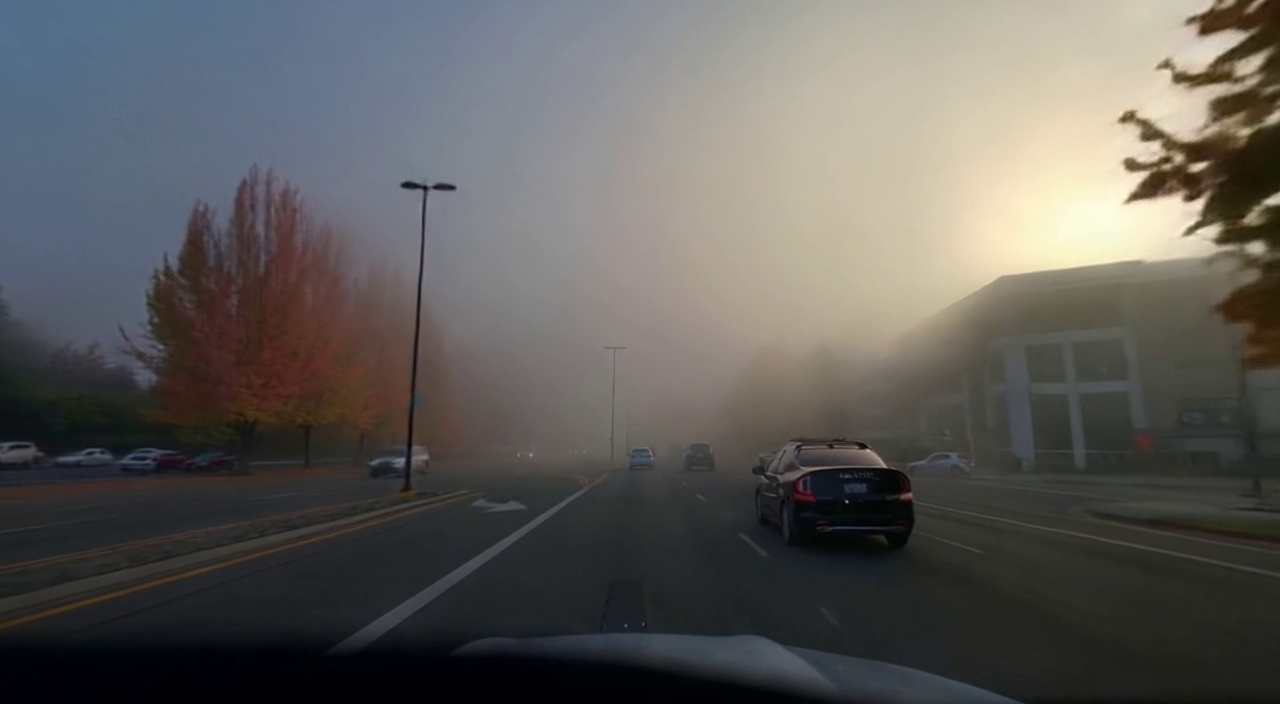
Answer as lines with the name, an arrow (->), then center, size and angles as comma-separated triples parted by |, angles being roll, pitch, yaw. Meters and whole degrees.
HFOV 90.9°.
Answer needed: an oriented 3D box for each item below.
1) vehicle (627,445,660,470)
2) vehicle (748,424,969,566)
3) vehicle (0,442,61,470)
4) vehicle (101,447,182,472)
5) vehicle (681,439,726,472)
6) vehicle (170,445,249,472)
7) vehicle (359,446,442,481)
vehicle -> 0.191, 6.684, 40.157 | 1.991, 1.477, 3.814 | 0, -8, -1
vehicle -> 2.910, 1.974, 9.428 | 1.901, 1.634, 3.896 | 1, -8, 0
vehicle -> -41.549, 6.847, 41.733 | 1.920, 1.763, 4.591 | 0, -8, 0
vehicle -> -33.207, 7.134, 42.116 | 1.920, 1.574, 4.174 | -1, -8, 1
vehicle -> 3.782, 6.222, 38.119 | 2.154, 1.844, 4.634 | 1, -8, -1
vehicle -> -28.258, 6.959, 41.552 | 1.863, 1.635, 4.625 | 0, -8, 0
vehicle -> -11.353, 5.291, 30.271 | 2.055, 1.479, 4.693 | -1, -9, 1
